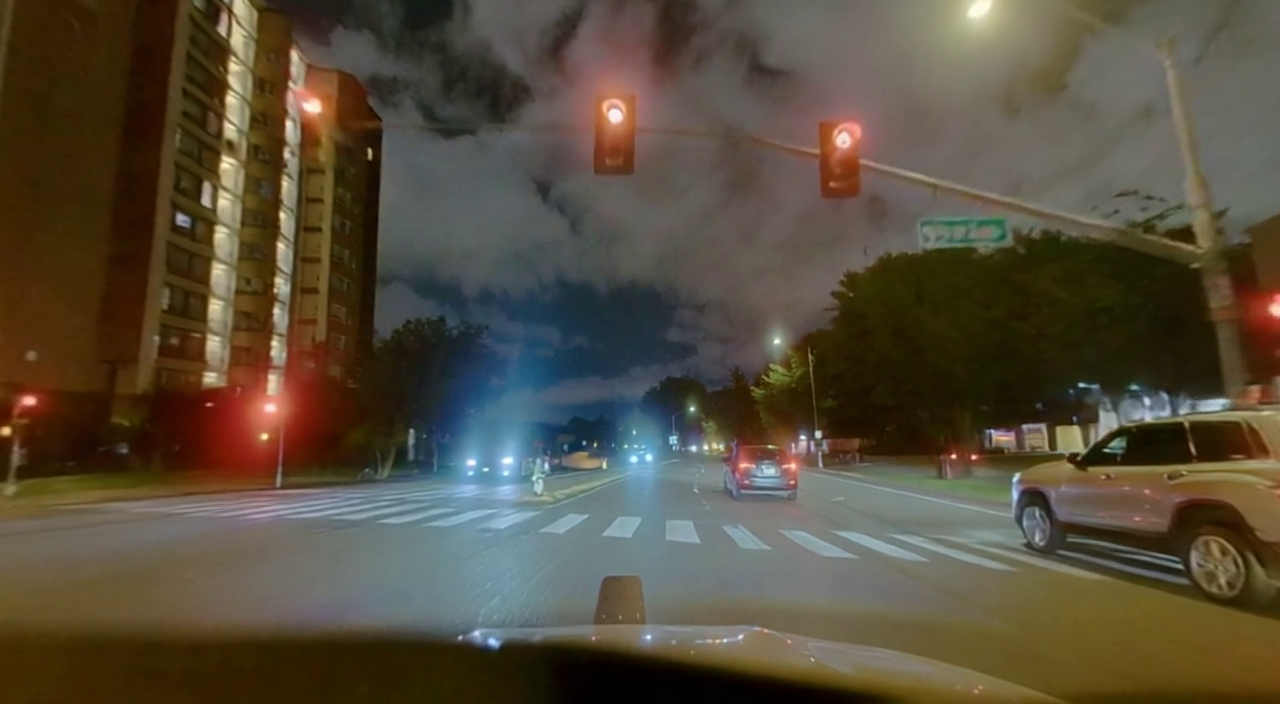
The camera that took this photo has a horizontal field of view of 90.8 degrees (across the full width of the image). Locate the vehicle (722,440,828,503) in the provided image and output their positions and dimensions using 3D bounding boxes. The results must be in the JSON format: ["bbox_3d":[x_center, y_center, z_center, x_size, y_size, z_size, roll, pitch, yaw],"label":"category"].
[{"bbox_3d":[3.511,3.215,17.380,2.003,1.480,4.494,0,-9,1],"label":"vehicle"}]

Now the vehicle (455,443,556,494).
[{"bbox_3d":[-4.256,3.780,20.866,2.032,1.484,4.437,-1,-9,5],"label":"vehicle"}]

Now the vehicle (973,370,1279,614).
[{"bbox_3d":[6.584,1.463,7.171,2.427,2.017,5.763,0,-9,0],"label":"vehicle"}]
